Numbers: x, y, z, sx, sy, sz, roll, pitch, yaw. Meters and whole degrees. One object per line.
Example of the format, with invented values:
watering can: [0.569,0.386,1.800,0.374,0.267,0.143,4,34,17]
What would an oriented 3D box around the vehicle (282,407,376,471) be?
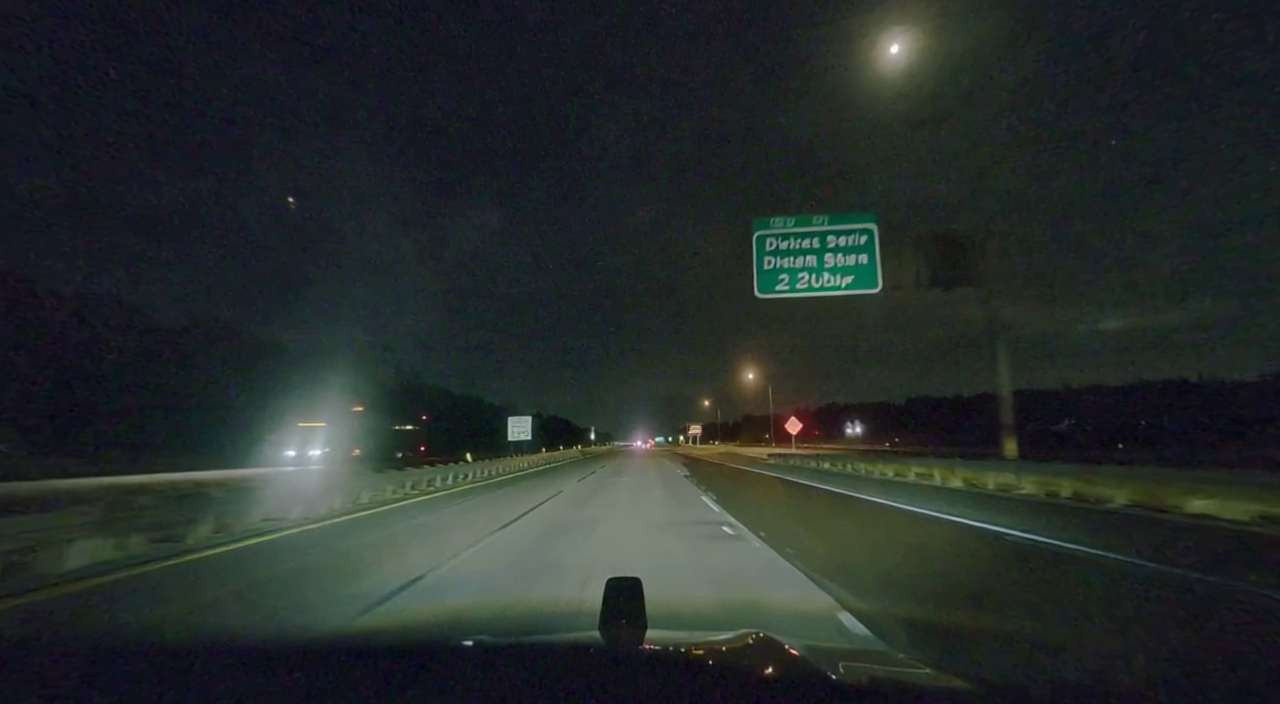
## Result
vehicle: [-20.838,5.906,42.696,2.978,3.938,6.366,0,-8,1]
